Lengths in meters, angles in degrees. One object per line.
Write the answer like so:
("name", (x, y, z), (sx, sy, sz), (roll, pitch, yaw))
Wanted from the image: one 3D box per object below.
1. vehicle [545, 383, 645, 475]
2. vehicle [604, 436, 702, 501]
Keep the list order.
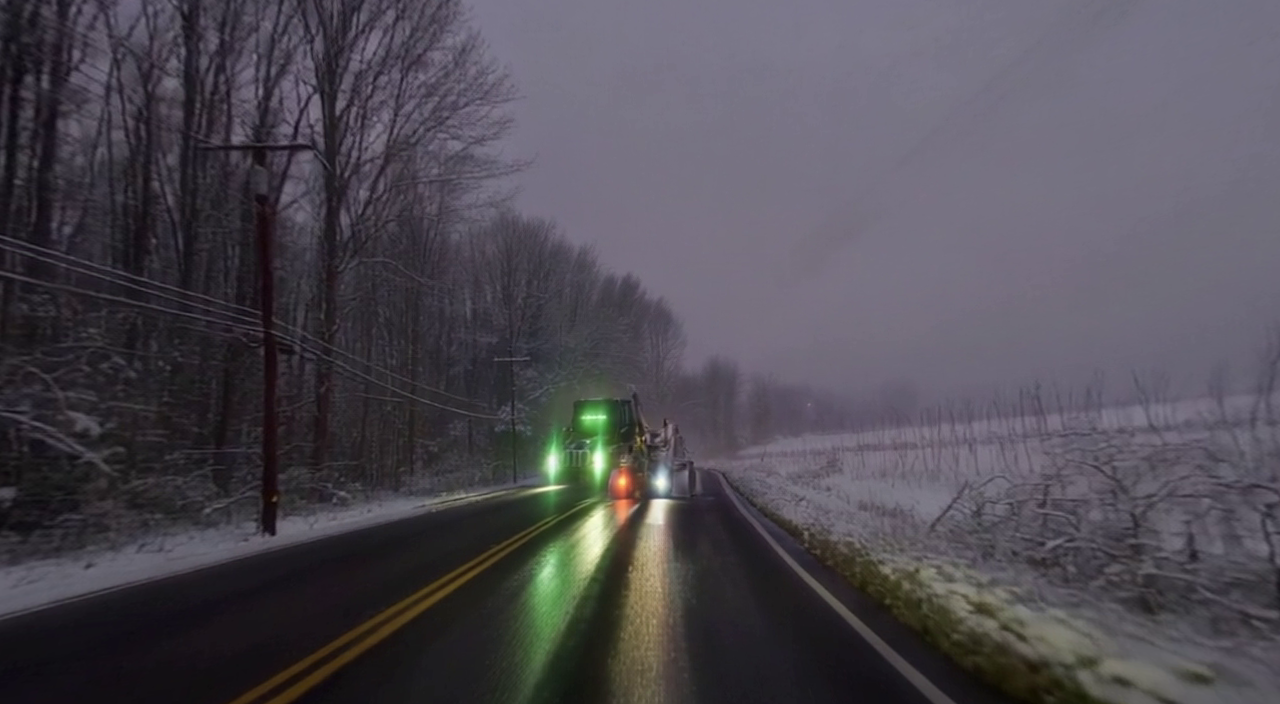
("vehicle", (-2.538, 4.410, 34.618), (4.788, 4.368, 6.529), (3, -11, -6))
("vehicle", (0.392, 2.947, 16.397), (2.196, 1.465, 4.294), (0, -8, 3))
